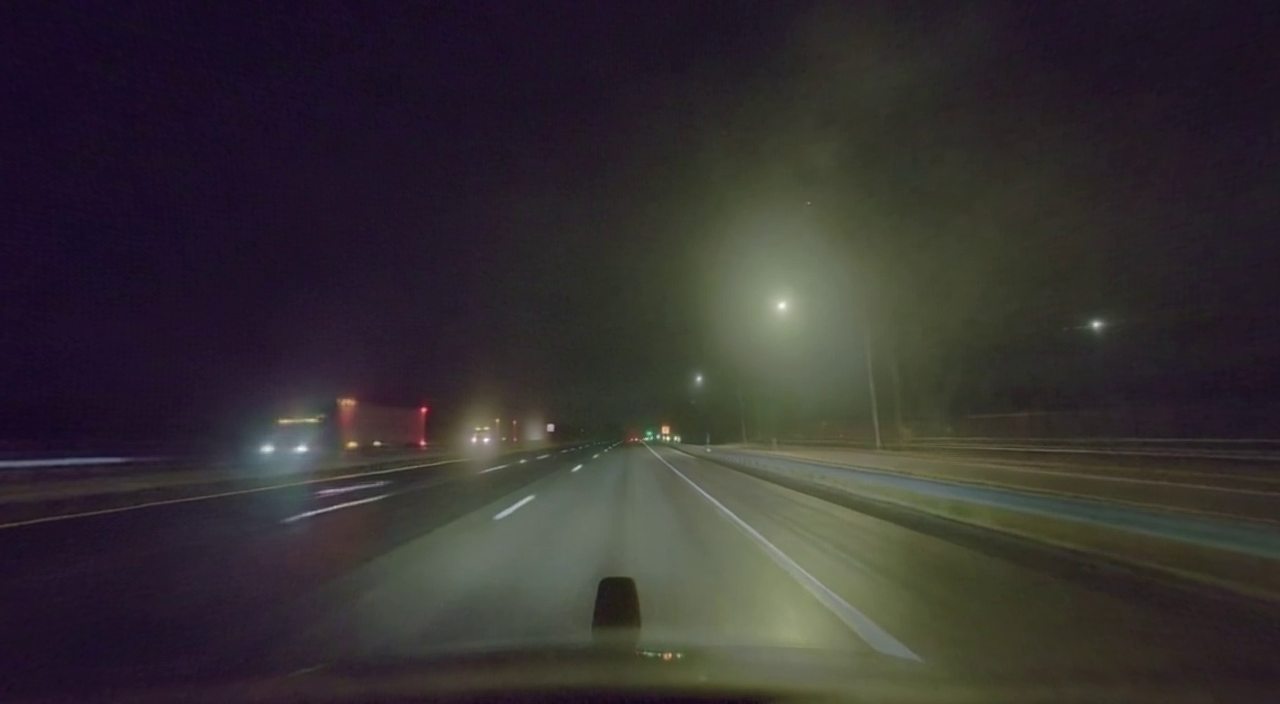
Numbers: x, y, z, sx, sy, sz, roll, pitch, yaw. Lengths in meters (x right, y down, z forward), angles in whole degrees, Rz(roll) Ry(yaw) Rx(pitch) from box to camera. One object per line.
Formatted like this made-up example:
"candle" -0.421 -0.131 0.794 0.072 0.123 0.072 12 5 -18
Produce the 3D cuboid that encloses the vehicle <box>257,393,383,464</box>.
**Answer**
"vehicle" -20.233 5.008 40.722 2.979 3.983 9.941 0 -8 -1
